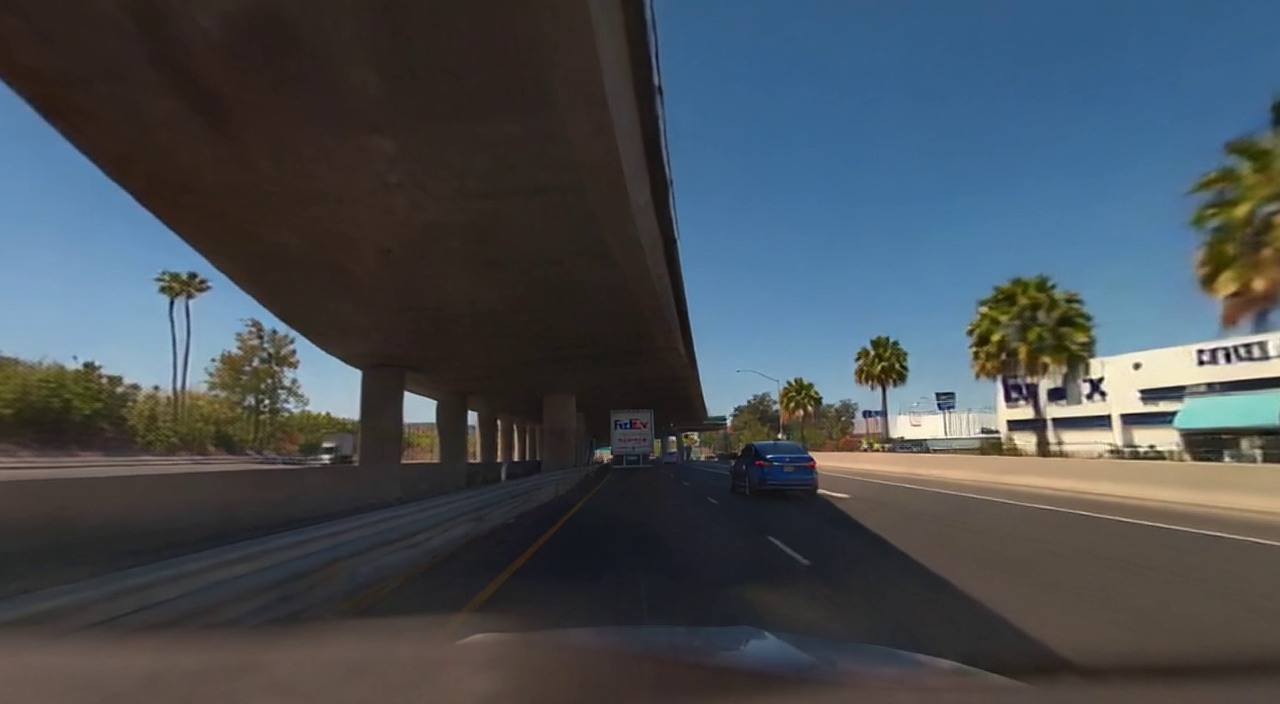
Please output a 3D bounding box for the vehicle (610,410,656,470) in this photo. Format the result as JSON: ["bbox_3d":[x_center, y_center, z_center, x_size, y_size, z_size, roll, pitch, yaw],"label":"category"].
[{"bbox_3d":[-0.652,6.999,49.752,3.243,4.134,11.656,0,-9,-2],"label":"vehicle"}]

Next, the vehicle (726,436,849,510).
[{"bbox_3d":[3.448,2.907,15.618,1.966,1.558,4.238,0,-9,-1],"label":"vehicle"}]
